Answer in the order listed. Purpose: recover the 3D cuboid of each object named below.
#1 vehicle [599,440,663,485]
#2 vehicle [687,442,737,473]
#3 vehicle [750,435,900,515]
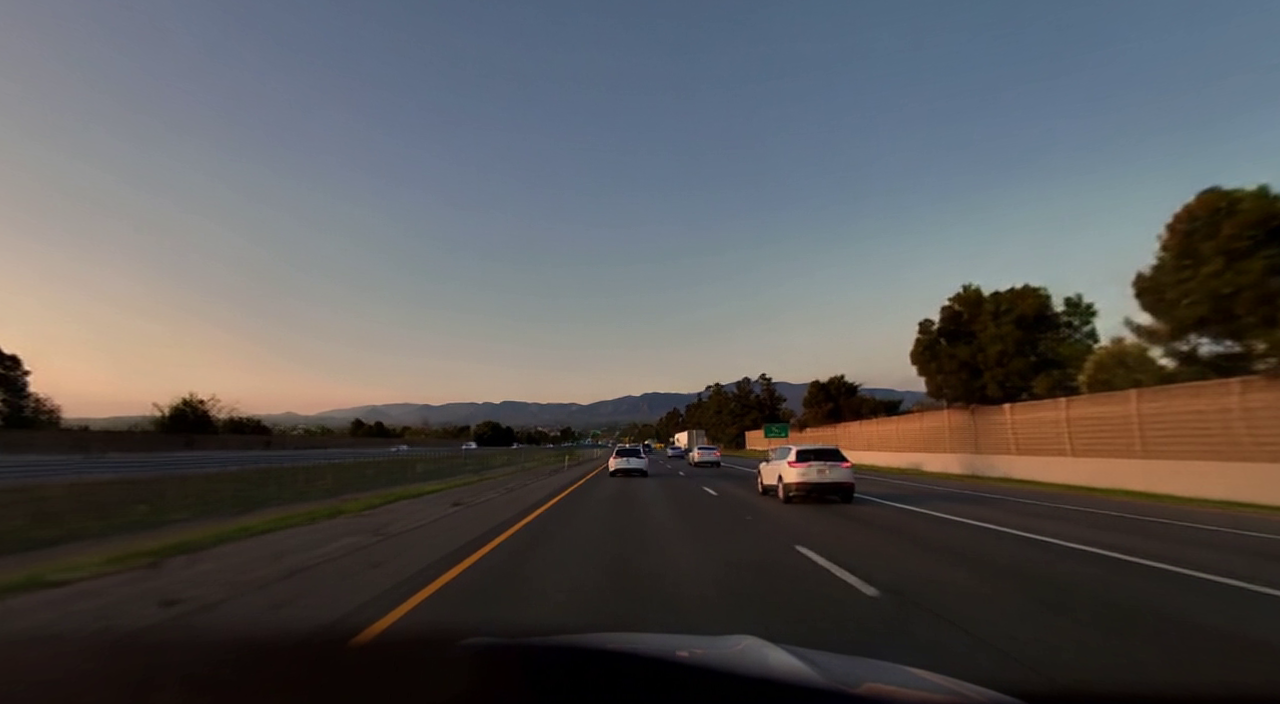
[{"bbox_3d":[-0.333,3.912,22.549,2.085,1.449,3.860,0,-9,-1],"label":"vehicle"},{"bbox_3d":[3.623,5.389,32.403,1.957,1.447,4.241,0,-9,-1],"label":"vehicle"},{"bbox_3d":[3.846,2.627,13.974,1.949,1.493,4.272,0,-9,-1],"label":"vehicle"}]
